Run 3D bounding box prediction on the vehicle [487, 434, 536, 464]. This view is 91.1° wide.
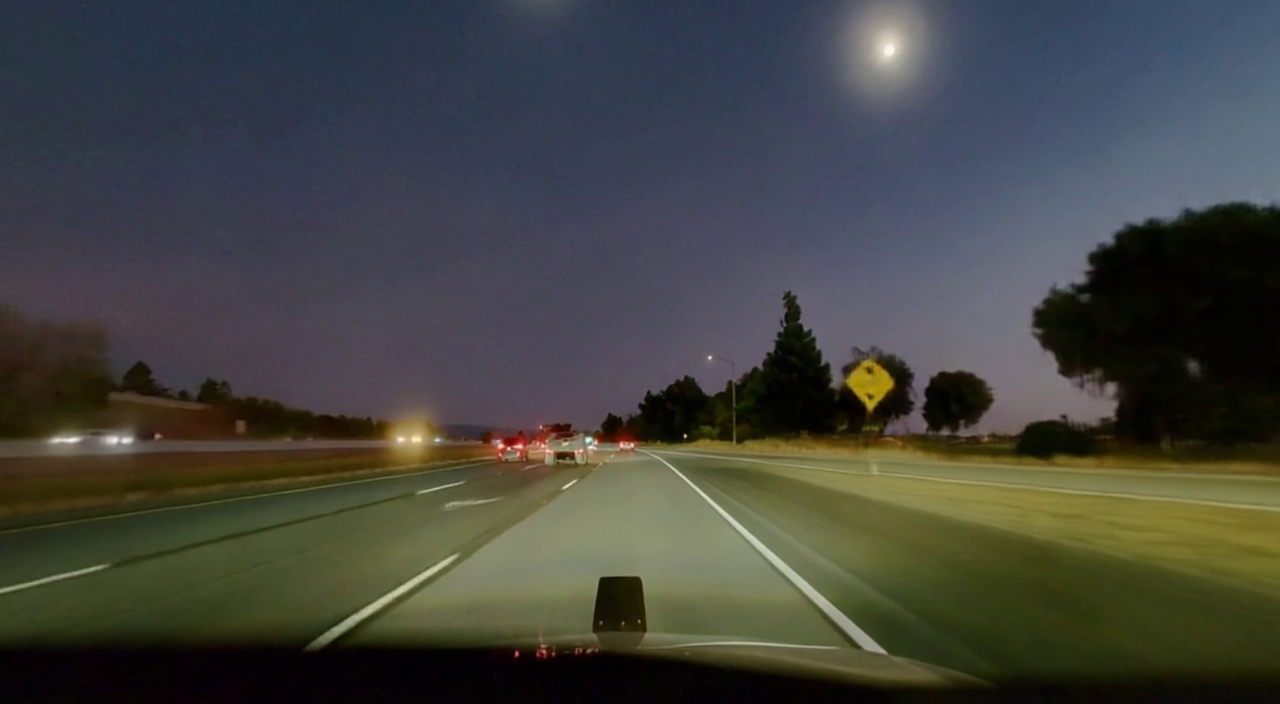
[{"bbox_3d":[-7.926,6.000,39.059,2.078,1.729,4.722,0,-8,0],"label":"vehicle"}]

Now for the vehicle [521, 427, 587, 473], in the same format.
[{"bbox_3d":[-3.491,4.087,26.223,2.194,1.766,3.720,0,-8,0],"label":"vehicle"}]
